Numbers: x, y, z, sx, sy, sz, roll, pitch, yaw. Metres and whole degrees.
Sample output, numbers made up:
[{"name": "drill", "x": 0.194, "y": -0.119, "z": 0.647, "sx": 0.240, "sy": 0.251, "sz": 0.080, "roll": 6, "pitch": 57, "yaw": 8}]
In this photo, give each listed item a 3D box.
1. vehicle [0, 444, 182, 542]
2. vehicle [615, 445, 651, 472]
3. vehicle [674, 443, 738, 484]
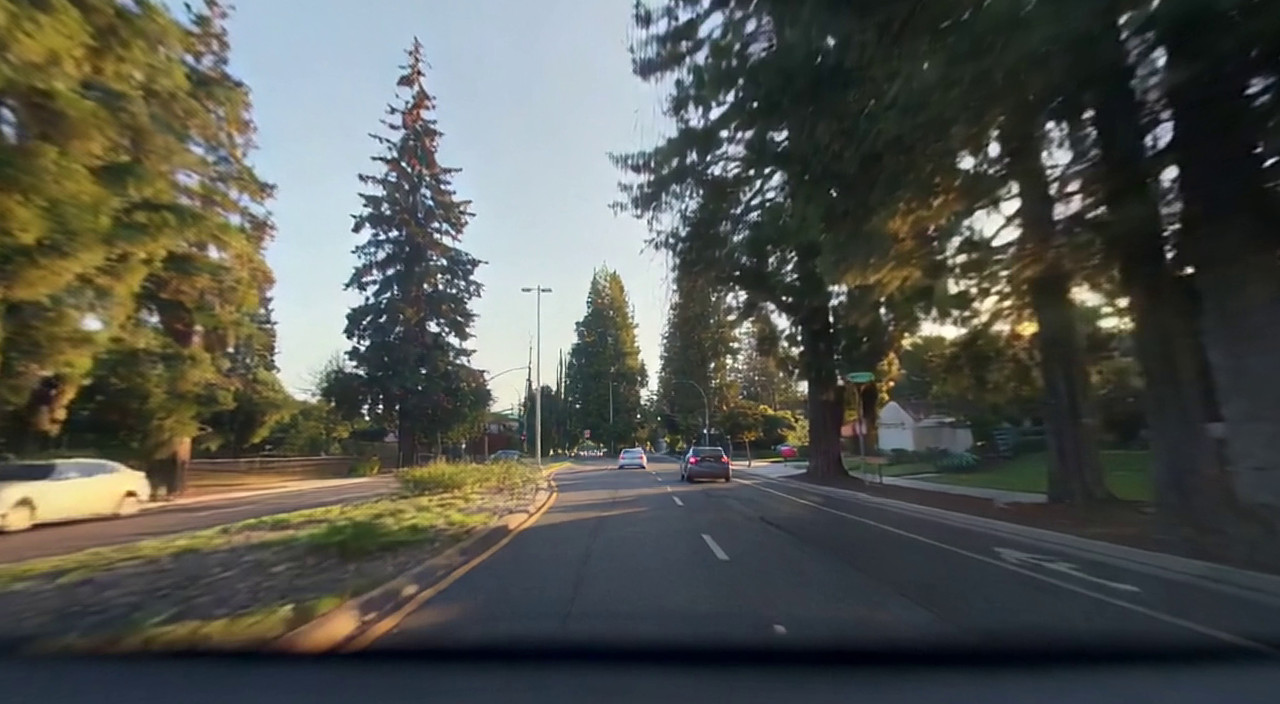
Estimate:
[{"name": "vehicle", "x": -12.297, "y": 2.794, "z": 13.233, "sx": 1.993, "sy": 1.708, "sz": 4.623, "roll": 0, "pitch": -8, "yaw": -1}, {"name": "vehicle", "x": -0.432, "y": 6.256, "z": 37.369, "sx": 2.018, "sy": 1.511, "sz": 3.993, "roll": 0, "pitch": -8, "yaw": -1}, {"name": "vehicle", "x": 2.561, "y": 4.471, "z": 25.602, "sx": 2.057, "sy": 1.496, "sz": 4.401, "roll": 0, "pitch": -9, "yaw": -1}]
